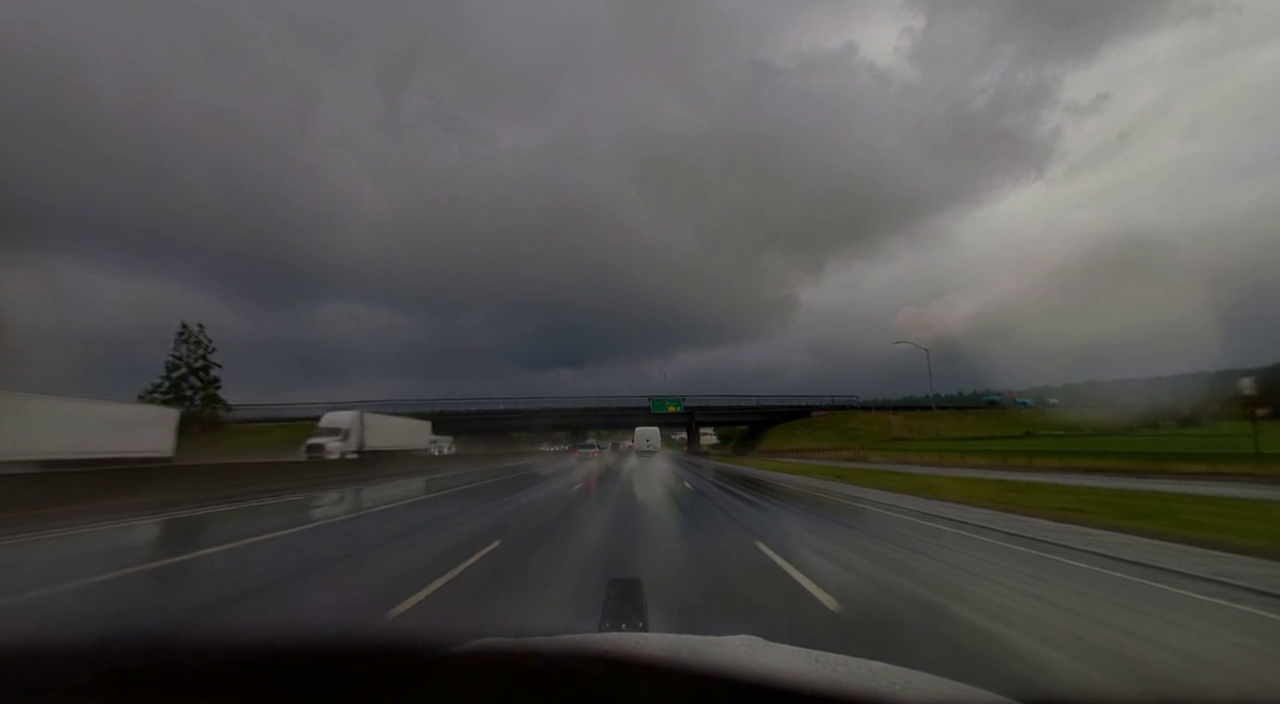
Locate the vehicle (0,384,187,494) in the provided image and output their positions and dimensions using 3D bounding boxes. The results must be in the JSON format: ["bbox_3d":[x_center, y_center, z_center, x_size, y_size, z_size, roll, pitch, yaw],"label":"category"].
[{"bbox_3d":[-24.108,3.364,24.005,2.985,3.835,14.395,0,-9,0],"label":"vehicle"}]

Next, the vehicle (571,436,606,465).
[{"bbox_3d":[-3.942,7.683,49.087,2.233,2.093,5.565,0,-9,0],"label":"vehicle"}]

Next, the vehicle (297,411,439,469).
[{"bbox_3d":[-19.942,6.894,48.475,3.423,3.678,16.963,0,-9,0],"label":"vehicle"}]

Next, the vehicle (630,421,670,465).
[{"bbox_3d":[0.644,6.947,48.021,2.790,3.075,7.414,0,-9,-1],"label":"vehicle"}]
